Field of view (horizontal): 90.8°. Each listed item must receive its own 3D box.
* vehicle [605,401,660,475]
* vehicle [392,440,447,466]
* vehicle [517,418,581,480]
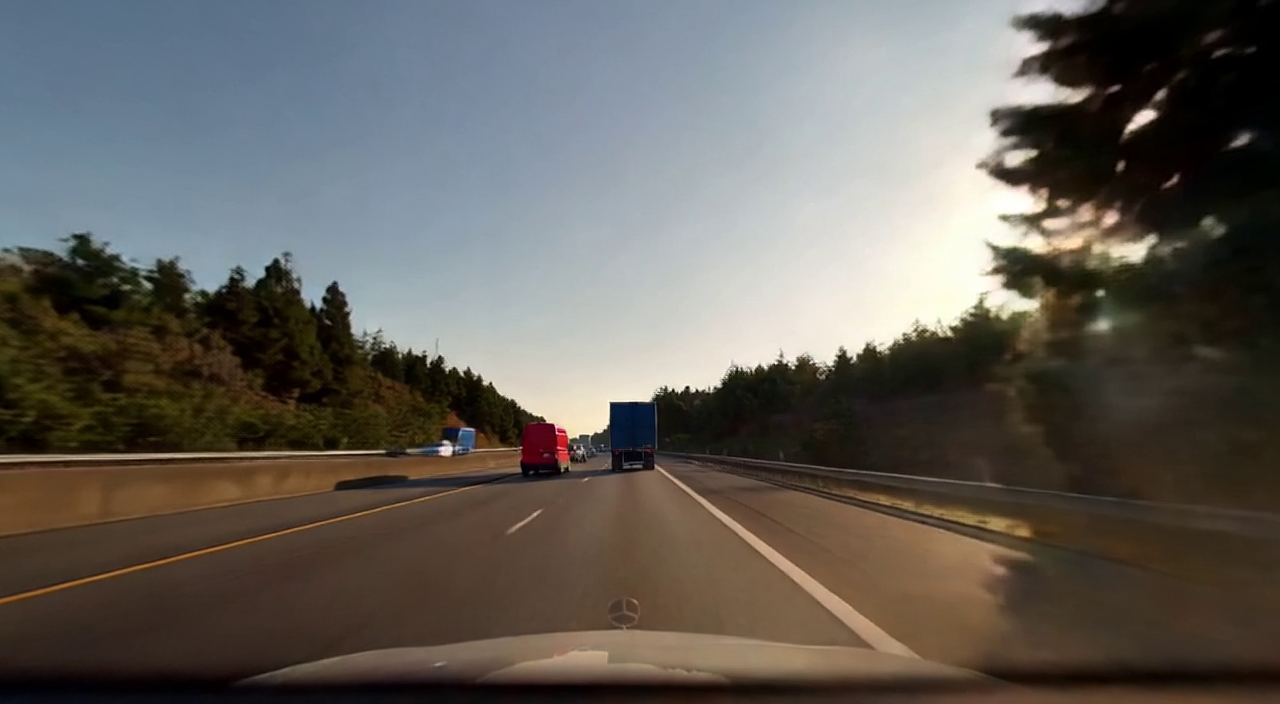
[{"bbox_3d":[-0.451,5.514,39.724,2.995,4.036,10.311,0,-9,-1],"label":"vehicle"},{"bbox_3d":[-13.656,6.290,39.320,1.897,1.471,4.275,0,-9,0],"label":"vehicle"},{"bbox_3d":[-4.431,4.902,31.774,2.357,2.786,6.144,0,-9,-1],"label":"vehicle"}]
